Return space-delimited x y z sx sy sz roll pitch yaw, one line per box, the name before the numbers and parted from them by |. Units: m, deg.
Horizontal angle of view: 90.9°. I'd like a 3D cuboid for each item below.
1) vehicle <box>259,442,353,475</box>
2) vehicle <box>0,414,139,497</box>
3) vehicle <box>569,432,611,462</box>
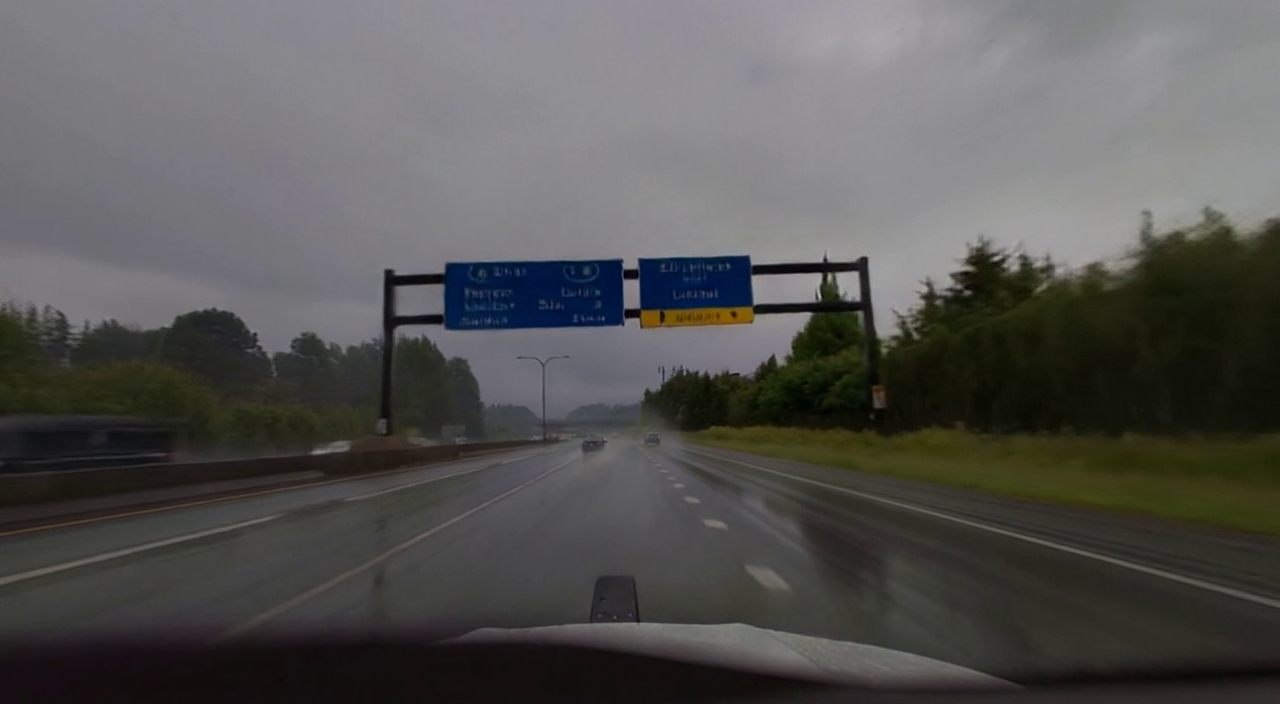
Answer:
vehicle | -16.970 5.427 32.402 2.226 1.464 5.149 0 -7 -3
vehicle | -24.290 4.058 25.207 2.494 2.936 7.295 0 -8 -1
vehicle | -2.550 4.982 33.205 2.000 1.491 3.913 0 -8 -1
